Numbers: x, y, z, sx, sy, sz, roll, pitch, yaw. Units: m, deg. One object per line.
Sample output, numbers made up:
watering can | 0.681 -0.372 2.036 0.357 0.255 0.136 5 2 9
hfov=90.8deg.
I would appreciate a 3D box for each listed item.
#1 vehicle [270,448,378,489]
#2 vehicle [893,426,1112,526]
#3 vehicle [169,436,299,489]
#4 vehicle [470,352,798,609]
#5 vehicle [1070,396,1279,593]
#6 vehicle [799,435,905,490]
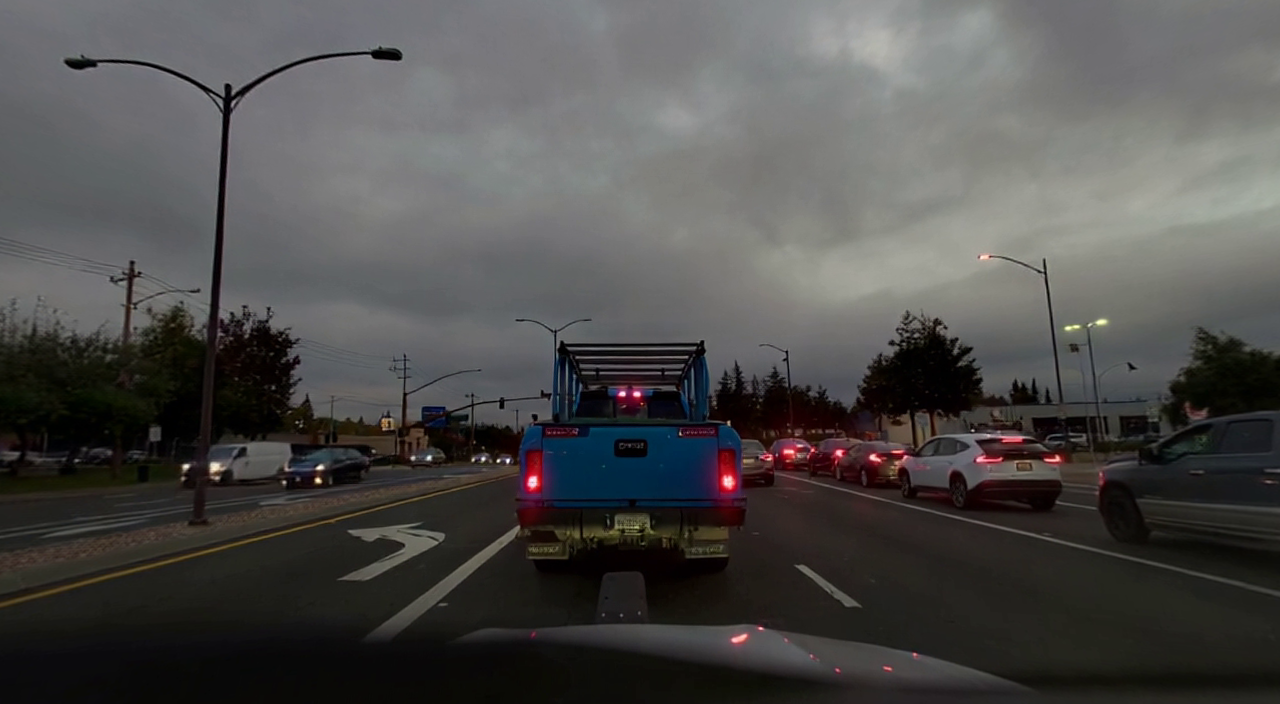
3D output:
vehicle | -12.504 4.602 25.367 1.983 1.449 4.501 0 -9 0
vehicle | 7.060 2.439 12.978 1.931 1.692 4.267 0 -9 0
vehicle | -19.139 5.220 30.207 2.700 2.296 5.270 0 -9 -1
vehicle | -0.101 1.470 8.143 2.682 2.117 5.706 0 -9 -1
vehicle | 6.818 1.357 6.174 2.023 1.771 4.488 0 -9 0
vehicle | 7.067 3.731 21.606 1.953 1.665 4.327 0 -9 -2
